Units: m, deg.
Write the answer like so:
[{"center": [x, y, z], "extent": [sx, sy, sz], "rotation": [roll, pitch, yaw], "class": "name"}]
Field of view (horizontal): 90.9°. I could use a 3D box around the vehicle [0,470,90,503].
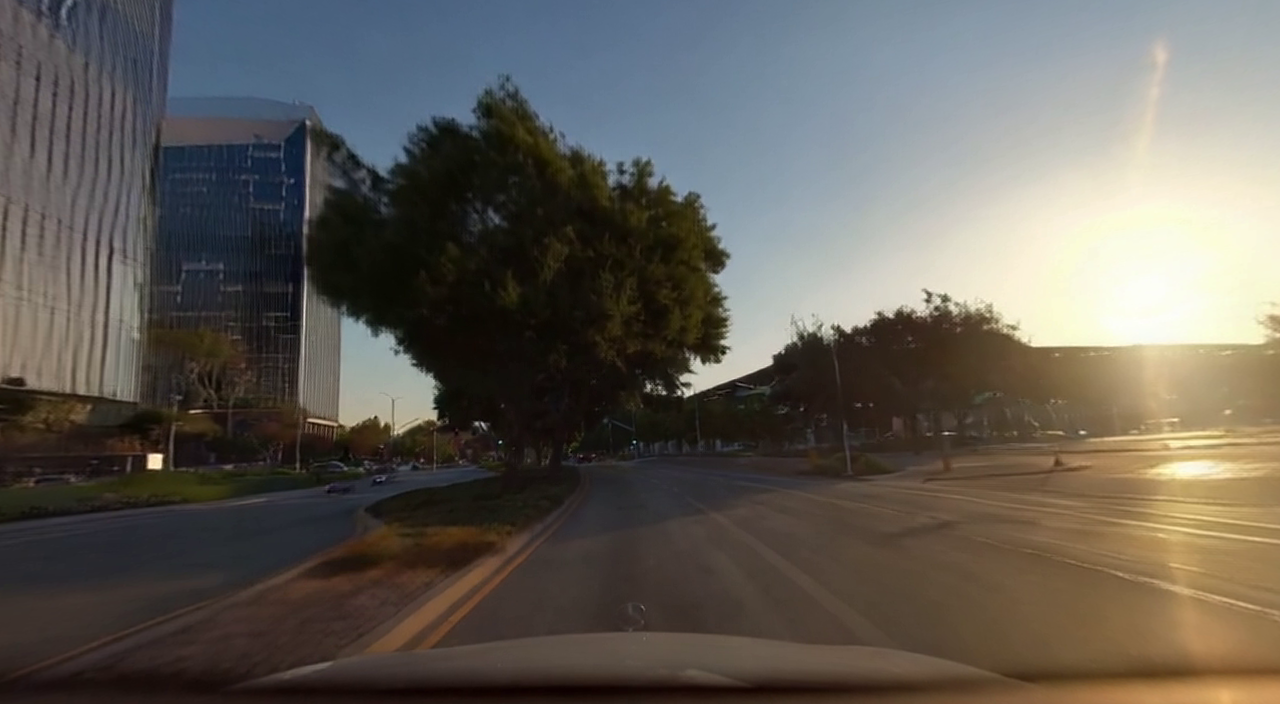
[{"center": [-35.361, 7.894, 36.957], "extent": [4.371, 1.550, 1.793], "rotation": [-2, -6, -7], "class": "vehicle"}]
